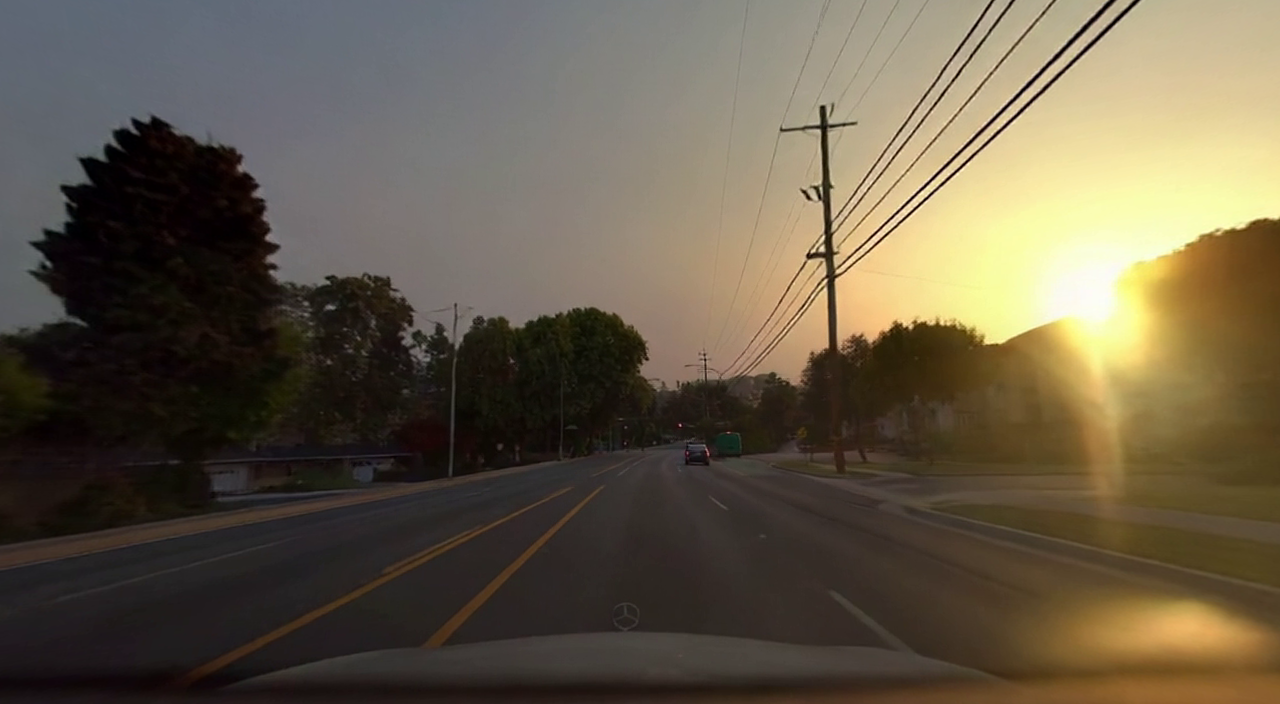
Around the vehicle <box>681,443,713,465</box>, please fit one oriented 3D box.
[{"bbox_3d":[4.100,7.386,45.933,2.015,1.467,4.117,0,-8,1],"label":"vehicle"}]

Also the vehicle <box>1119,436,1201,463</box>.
[{"bbox_3d":[28.800,5.421,35.174,1.751,1.408,4.127,-2,-9,12],"label":"vehicle"}]
